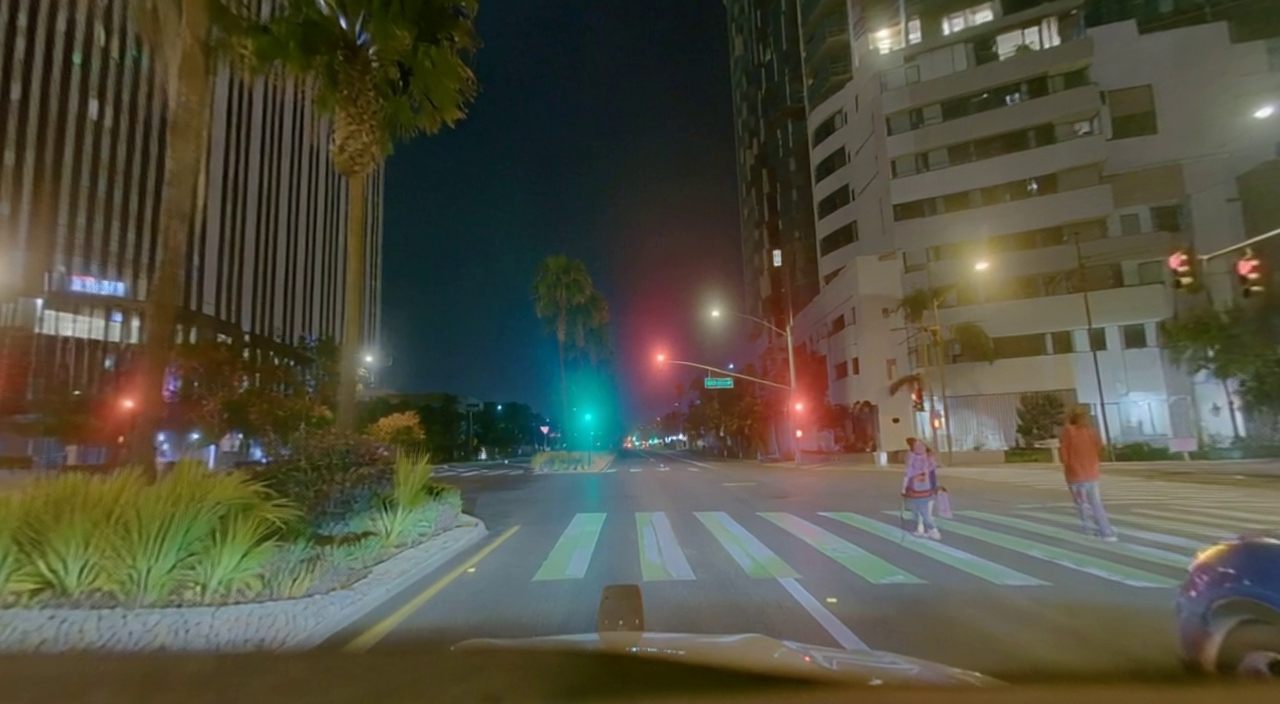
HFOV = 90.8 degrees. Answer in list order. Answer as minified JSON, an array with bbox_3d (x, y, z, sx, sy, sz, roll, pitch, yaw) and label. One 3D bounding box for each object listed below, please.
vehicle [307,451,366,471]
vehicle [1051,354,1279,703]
[{"bbox_3d":[-23.645,8.474,49.415,1.955,1.480,5.163,0,-9,1],"label":"vehicle"},{"bbox_3d":[3.325,0.691,1.331,2.060,1.631,4.169,0,-9,0],"label":"vehicle"}]
